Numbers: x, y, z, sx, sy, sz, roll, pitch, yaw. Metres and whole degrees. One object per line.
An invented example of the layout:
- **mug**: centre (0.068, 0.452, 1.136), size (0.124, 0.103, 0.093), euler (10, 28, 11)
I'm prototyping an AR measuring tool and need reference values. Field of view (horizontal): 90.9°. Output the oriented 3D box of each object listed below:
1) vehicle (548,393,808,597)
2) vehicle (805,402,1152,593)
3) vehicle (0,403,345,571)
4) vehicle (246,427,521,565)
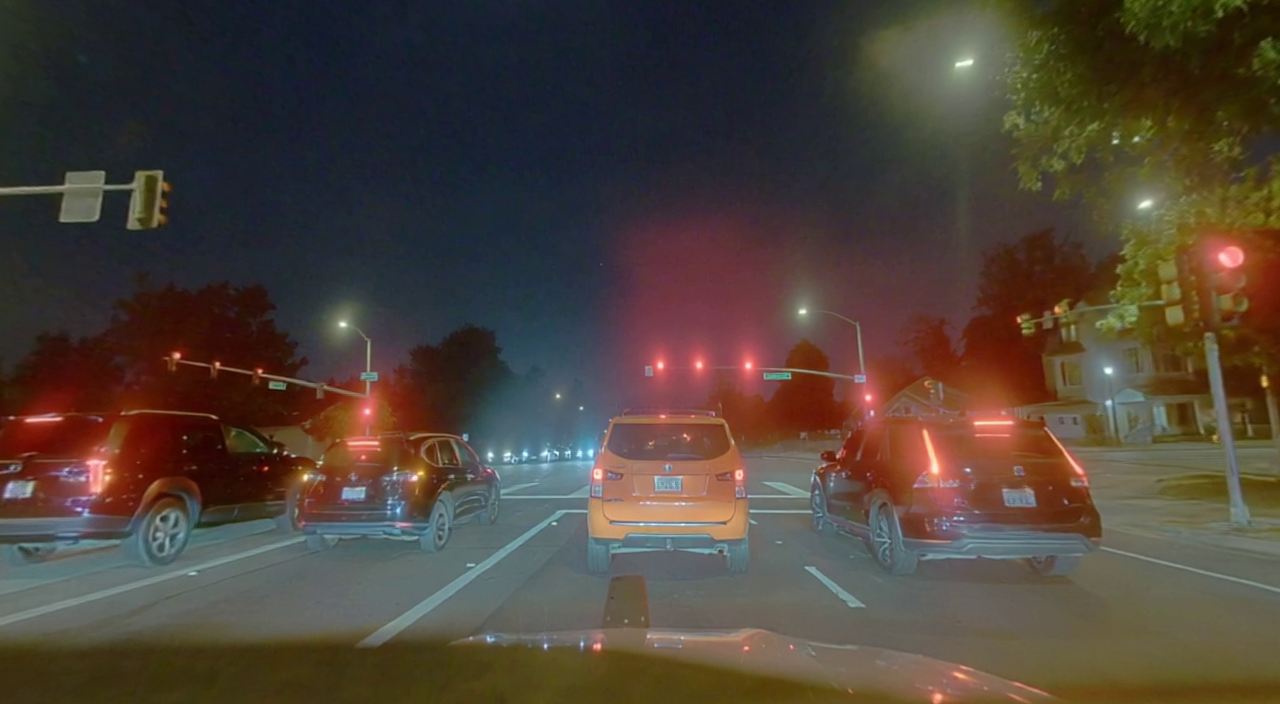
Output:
- **vehicle**: centre (0.393, 1.522, 7.522), size (2.198, 1.708, 4.170), euler (0, -8, 2)
- **vehicle**: centre (3.529, 1.594, 7.779), size (2.047, 1.638, 4.395), euler (-1, -8, 4)
- **vehicle**: centre (-6.641, 1.819, 9.299), size (2.075, 1.796, 4.785), euler (0, -8, 2)
- **vehicle**: centre (-3.238, 1.891, 9.114), size (1.885, 1.475, 4.359), euler (-1, -8, 4)
